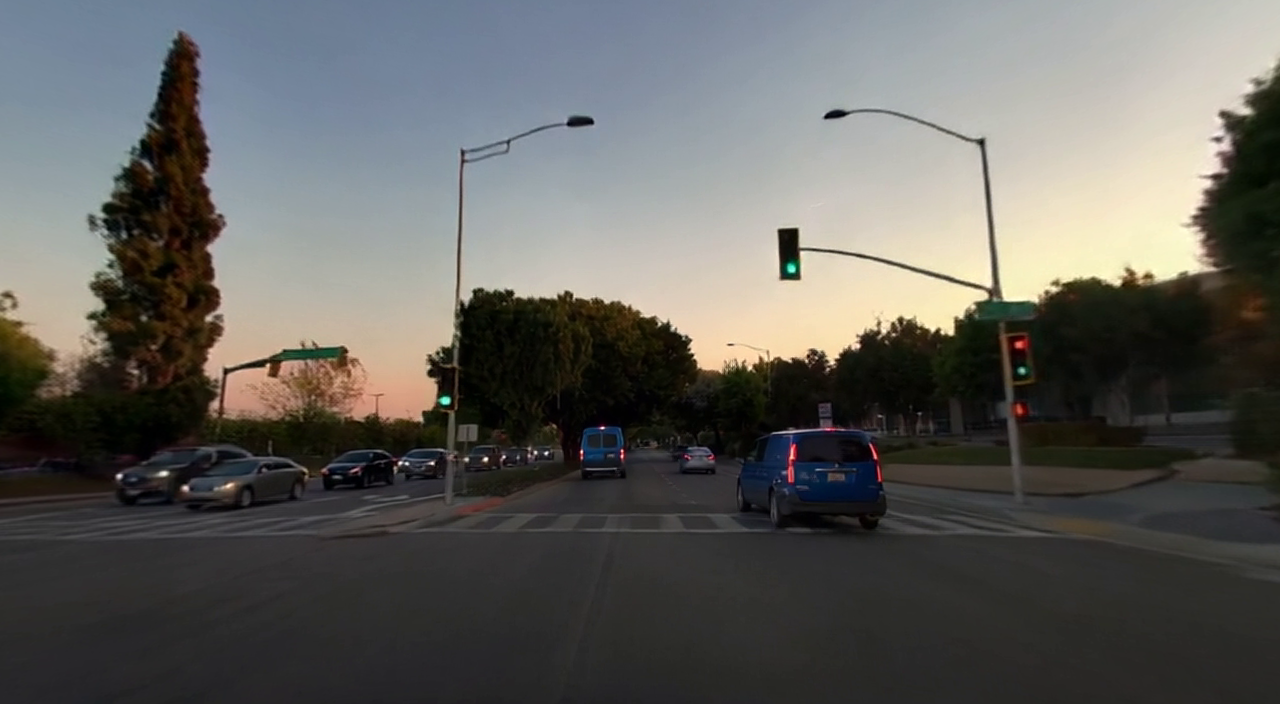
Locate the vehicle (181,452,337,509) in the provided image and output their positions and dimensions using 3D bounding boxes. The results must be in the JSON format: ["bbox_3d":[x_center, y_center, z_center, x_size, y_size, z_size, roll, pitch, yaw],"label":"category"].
[{"bbox_3d":[-11.449,3.847,19.463,2.128,1.496,4.432,0,-8,-2],"label":"vehicle"}]

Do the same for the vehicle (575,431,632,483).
[{"bbox_3d":[-1.479,4.499,27.411,2.228,2.054,4.309,0,-8,0],"label":"vehicle"}]

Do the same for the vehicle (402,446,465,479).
[{"bbox_3d":[-11.138,5.943,34.331,1.988,1.689,4.047,0,-8,1],"label":"vehicle"}]

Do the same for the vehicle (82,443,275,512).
[{"bbox_3d":[-15.249,4.116,21.495,2.299,2.015,5.743,0,-8,-2],"label":"vehicle"}]

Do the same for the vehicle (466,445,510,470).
[{"bbox_3d":[-11.355,7.871,47.414,2.091,1.806,4.859,0,-8,0],"label":"vehicle"}]

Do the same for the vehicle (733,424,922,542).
[{"bbox_3d":[3.014,2.194,11.230,1.965,1.671,4.146,0,-8,-2],"label":"vehicle"}]

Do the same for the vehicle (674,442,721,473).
[{"bbox_3d":[3.229,6.036,36.413,2.248,1.692,4.252,0,-8,-1],"label":"vehicle"}]

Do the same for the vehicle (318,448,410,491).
[{"bbox_3d":[-11.405,4.831,26.432,1.956,1.625,4.123,0,-8,0],"label":"vehicle"}]
